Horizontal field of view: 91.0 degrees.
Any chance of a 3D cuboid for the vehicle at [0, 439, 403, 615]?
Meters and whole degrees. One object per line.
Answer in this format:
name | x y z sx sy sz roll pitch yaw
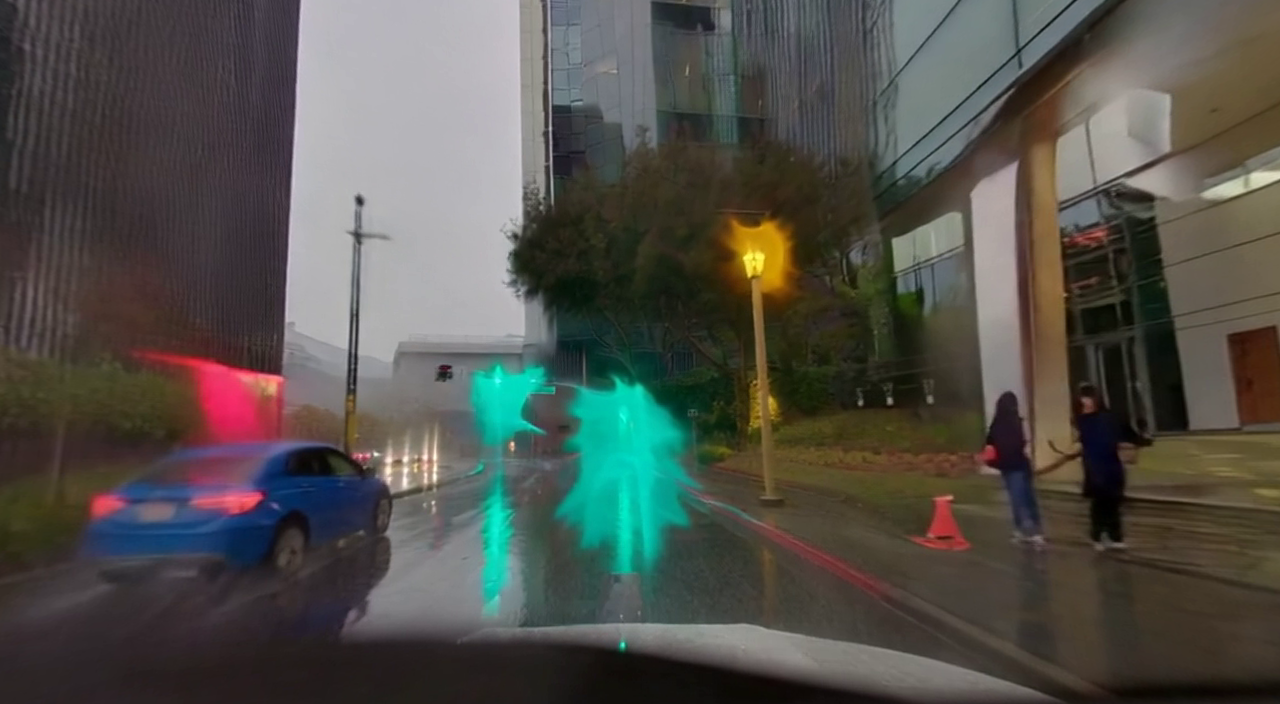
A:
vehicle | -4.799 1.853 7.745 2.045 1.479 4.616 0 -9 -1
